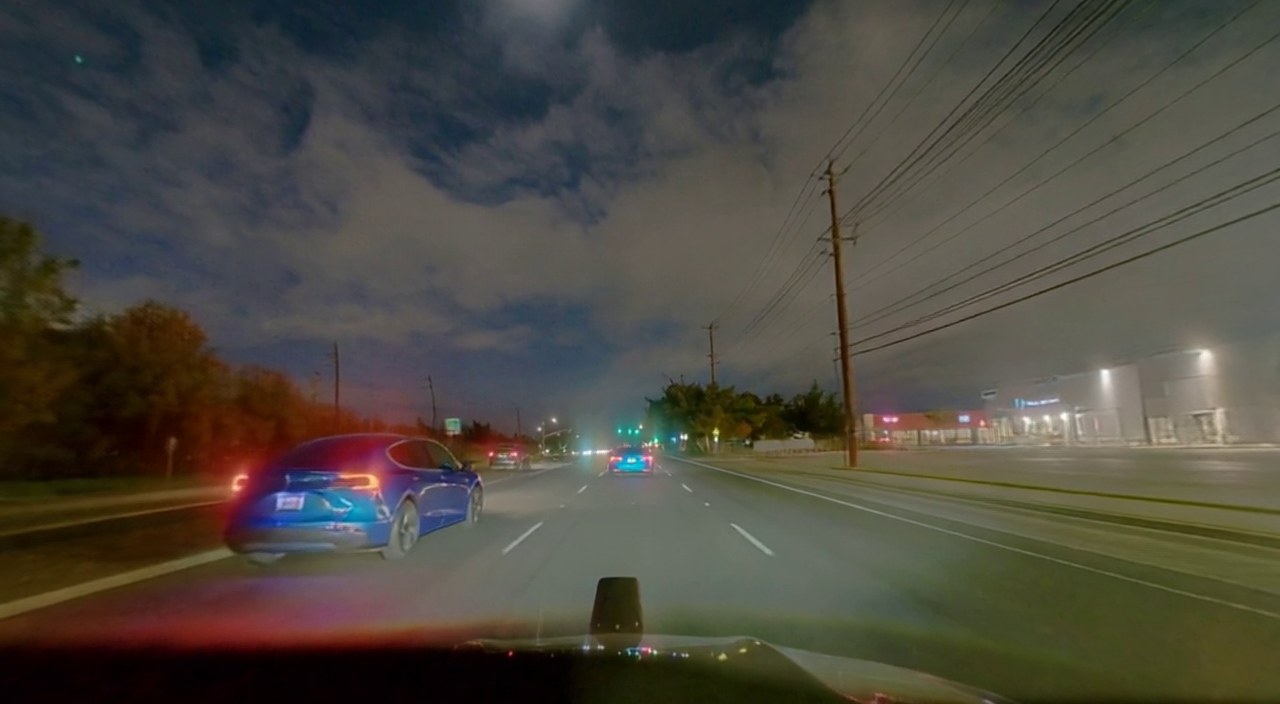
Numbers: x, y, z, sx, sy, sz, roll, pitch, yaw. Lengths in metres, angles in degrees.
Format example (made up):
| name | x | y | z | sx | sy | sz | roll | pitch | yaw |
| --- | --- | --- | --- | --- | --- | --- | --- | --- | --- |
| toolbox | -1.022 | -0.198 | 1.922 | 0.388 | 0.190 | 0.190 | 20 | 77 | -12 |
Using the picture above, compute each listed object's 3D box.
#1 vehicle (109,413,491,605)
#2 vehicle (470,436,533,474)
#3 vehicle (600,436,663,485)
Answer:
| name | x | y | z | sx | sy | sz | roll | pitch | yaw |
| --- | --- | --- | --- | --- | --- | --- | --- | --- | --- |
| vehicle | -3.456 | 1.695 | 7.846 | 1.985 | 1.607 | 4.892 | 0 | -8 | 1 |
| vehicle | -7.208 | 5.424 | 33.479 | 2.203 | 1.819 | 4.547 | 0 | -8 | 1 |
| vehicle | -0.289 | 4.071 | 23.998 | 2.189 | 1.652 | 4.135 | 0 | -8 | 0 |
